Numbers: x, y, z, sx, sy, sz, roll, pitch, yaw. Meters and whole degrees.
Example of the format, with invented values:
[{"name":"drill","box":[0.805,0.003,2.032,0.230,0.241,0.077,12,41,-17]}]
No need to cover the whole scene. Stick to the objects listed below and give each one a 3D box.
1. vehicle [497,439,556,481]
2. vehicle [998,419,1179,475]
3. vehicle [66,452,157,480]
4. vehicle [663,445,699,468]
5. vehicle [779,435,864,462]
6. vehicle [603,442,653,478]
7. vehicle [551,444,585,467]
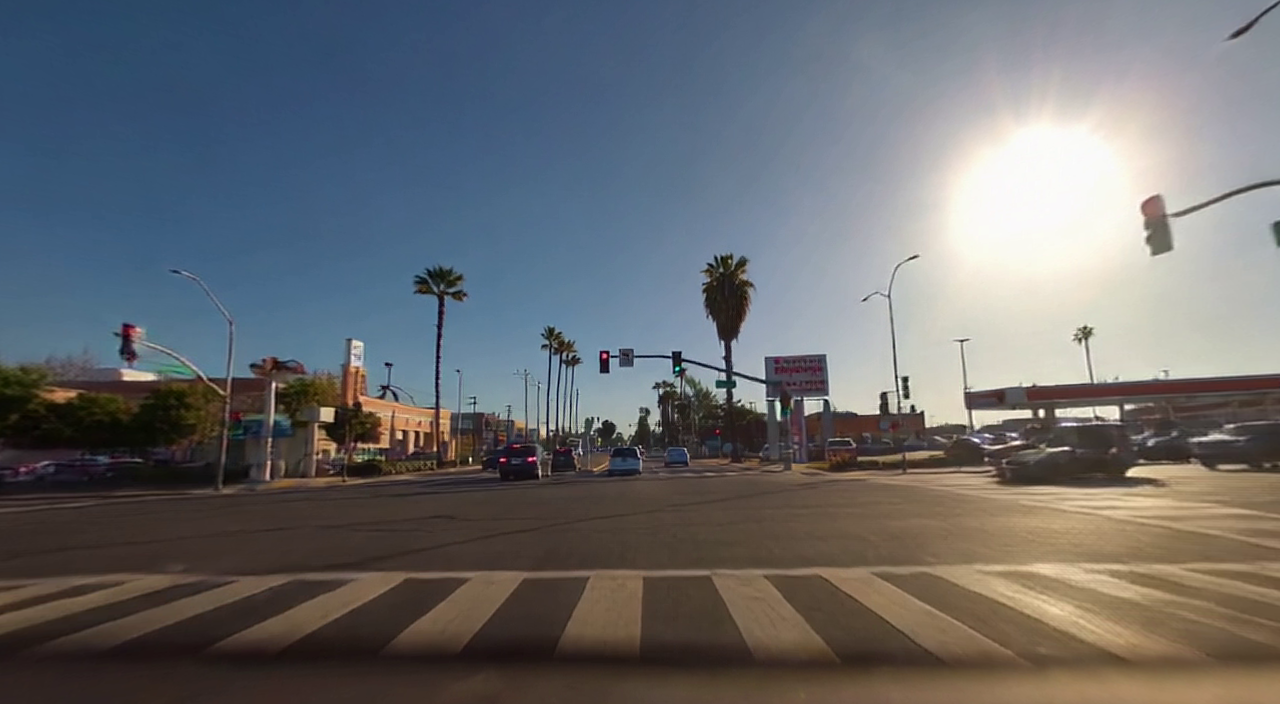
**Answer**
[{"name":"vehicle","box":[-5.297,5.041,30.008,2.032,1.747,4.479,-2,-8,-1]},{"name":"vehicle","box":[17.072,3.646,24.341,5.173,1.976,2.223,0,-9,0]},{"name":"vehicle","box":[-33.867,7.285,40.745,1.913,1.638,4.553,0,-9,0]},{"name":"vehicle","box":[2.803,7.268,44.222,2.060,1.471,4.168,0,-9,-2]},{"name":"vehicle","box":[13.478,7.230,47.236,5.718,1.911,2.088,0,-9,-2]},{"name":"vehicle","box":[-0.567,4.995,29.522,2.160,1.508,4.319,0,-9,-1]},{"name":"vehicle","box":[-5.367,7.762,47.675,2.060,1.643,4.359,-1,-9,1]}]
